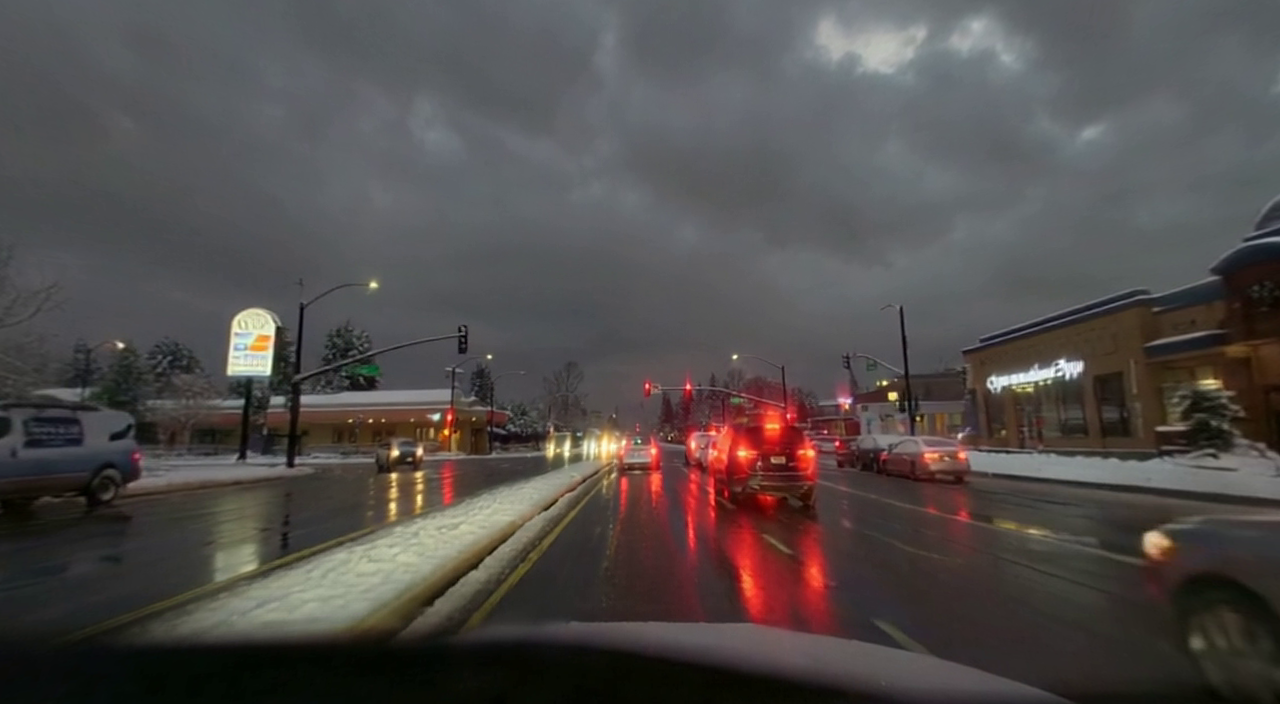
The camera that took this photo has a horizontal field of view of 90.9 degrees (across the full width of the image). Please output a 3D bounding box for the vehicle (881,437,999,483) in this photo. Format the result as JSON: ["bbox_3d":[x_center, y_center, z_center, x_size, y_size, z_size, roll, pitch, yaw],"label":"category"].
[{"bbox_3d":[10.573,3.835,22.700,1.881,1.463,4.726,0,-8,0],"label":"vehicle"}]

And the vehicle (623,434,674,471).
[{"bbox_3d":[0.300,4.410,27.809,2.073,1.496,3.892,0,-8,-1],"label":"vehicle"}]

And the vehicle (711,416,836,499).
[{"bbox_3d":[3.162,2.643,16.151,2.038,1.787,4.946,0,-8,-1],"label":"vehicle"}]

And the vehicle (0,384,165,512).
[{"bbox_3d":[-15.342,2.362,15.580,2.371,2.799,5.978,0,-8,1],"label":"vehicle"}]

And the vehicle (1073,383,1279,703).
[{"bbox_3d":[3.451,0.719,1.312,1.932,1.517,4.430,0,-8,0],"label":"vehicle"}]

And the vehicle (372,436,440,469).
[{"bbox_3d":[-13.614,5.787,36.523,2.106,1.751,4.554,7,-11,-41],"label":"vehicle"}]

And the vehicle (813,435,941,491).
[{"bbox_3d":[6.876,3.253,18.886,2.059,1.458,4.395,0,-8,-1],"label":"vehicle"}]
